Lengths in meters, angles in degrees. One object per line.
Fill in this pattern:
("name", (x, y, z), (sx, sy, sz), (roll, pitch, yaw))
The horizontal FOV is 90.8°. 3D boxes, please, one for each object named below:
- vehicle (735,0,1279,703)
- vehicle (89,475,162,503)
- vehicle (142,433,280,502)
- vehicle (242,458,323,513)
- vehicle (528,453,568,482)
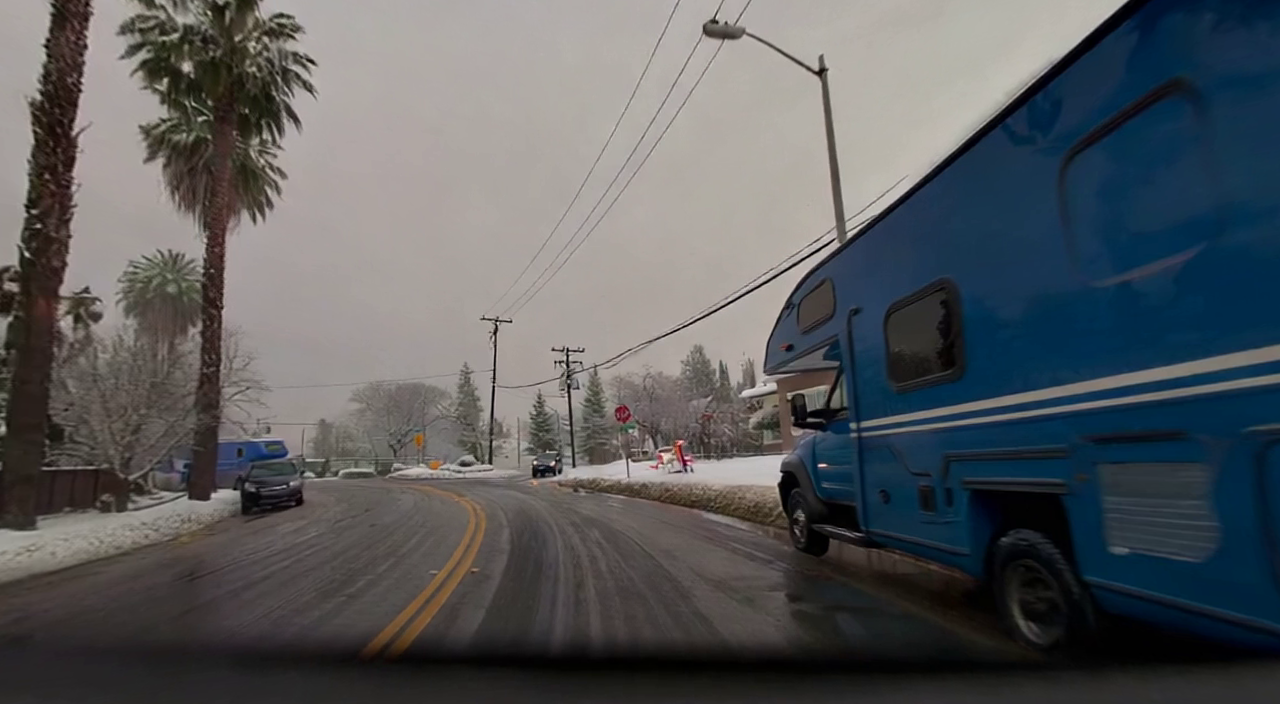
("vehicle", (2.885, 0.361, 4.482), (2.853, 3.082, 7.767), (0, -9, -3))
("vehicle", (-36.823, 9.746, 45.185), (4.527, 1.732, 2.059), (-4, -9, 24))
("vehicle", (-26.715, 7.000, 39.021), (11.364, 3.720, 3.216), (-7, -11, 37))
("vehicle", (-12.070, 4.411, 21.423), (2.085, 1.545, 4.340), (4, -10, -28))
("vehicle", (-6.914, 8.524, 46.926), (2.508, 1.887, 5.930), (2, -9, -12))
